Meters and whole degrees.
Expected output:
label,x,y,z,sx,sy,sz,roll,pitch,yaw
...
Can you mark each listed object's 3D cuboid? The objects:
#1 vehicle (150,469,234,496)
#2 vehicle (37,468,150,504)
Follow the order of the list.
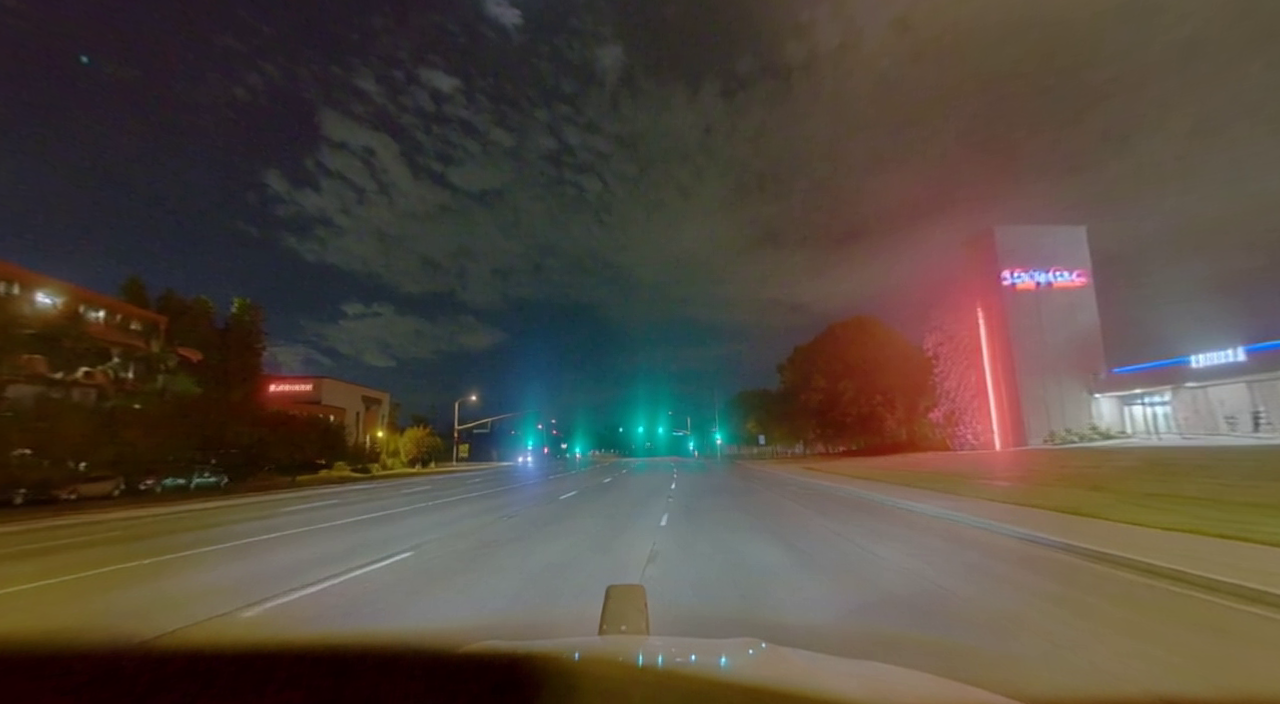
label,x,y,z,sx,sy,sz,roll,pitch,yaw
vehicle,-29.588,8.618,41.796,1.906,1.486,4.617,-1,-9,5
vehicle,-30.245,7.416,35.096,1.851,1.682,4.631,-1,-9,4
